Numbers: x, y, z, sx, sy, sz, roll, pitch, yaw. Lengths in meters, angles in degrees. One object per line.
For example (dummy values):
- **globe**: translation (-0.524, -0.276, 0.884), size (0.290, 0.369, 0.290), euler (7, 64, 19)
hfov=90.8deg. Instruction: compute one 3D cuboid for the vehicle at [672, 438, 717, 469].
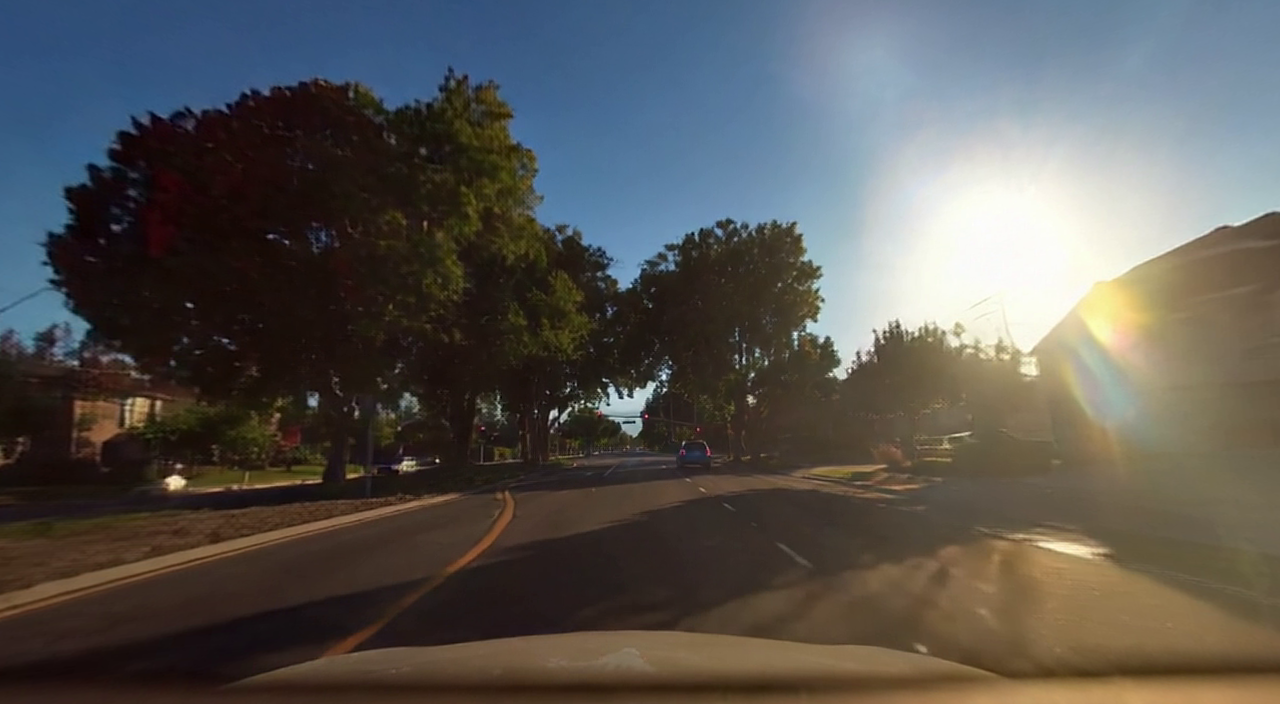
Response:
- **vehicle**: translation (3.405, 6.468, 40.420), size (2.229, 1.795, 4.927), euler (0, -9, -2)
